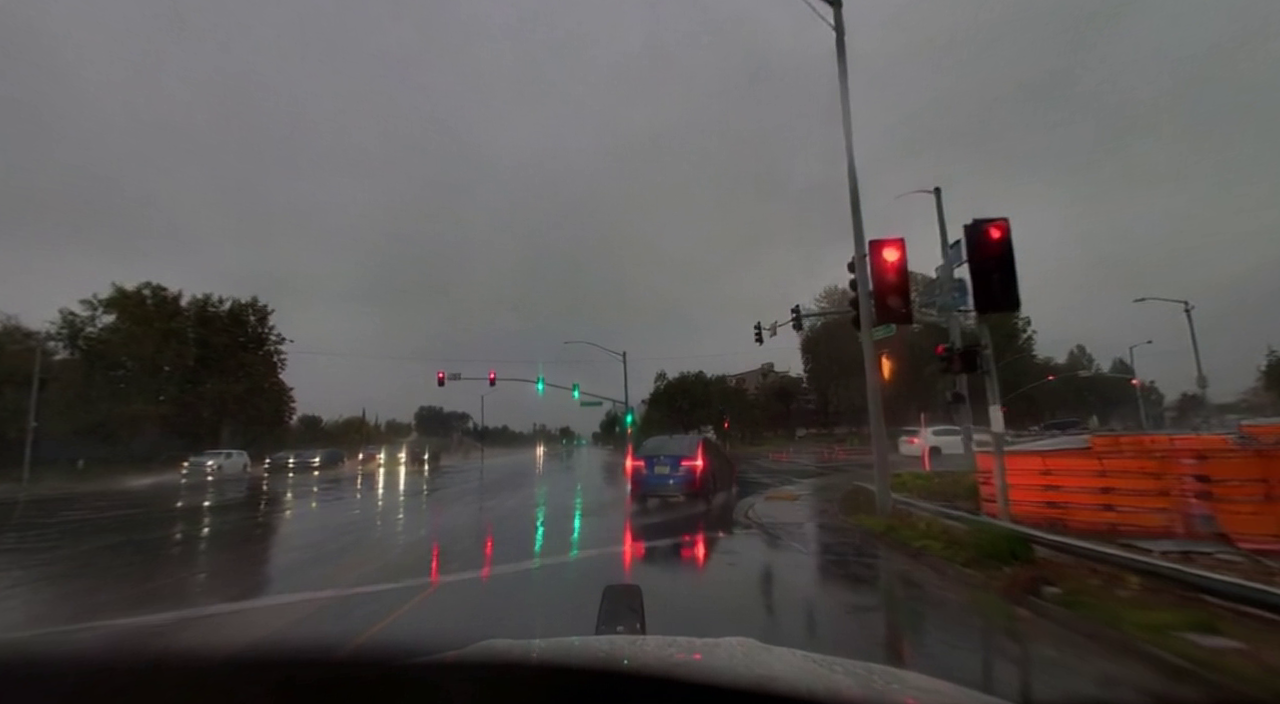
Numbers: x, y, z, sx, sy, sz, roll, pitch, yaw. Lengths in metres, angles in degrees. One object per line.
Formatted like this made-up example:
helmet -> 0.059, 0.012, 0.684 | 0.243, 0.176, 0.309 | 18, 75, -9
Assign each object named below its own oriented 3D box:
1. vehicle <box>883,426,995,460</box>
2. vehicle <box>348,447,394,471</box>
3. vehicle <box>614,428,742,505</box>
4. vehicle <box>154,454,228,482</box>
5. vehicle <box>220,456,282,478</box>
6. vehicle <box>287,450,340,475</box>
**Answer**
vehicle -> 13.748, 4.177, 29.100 | 4.467, 1.477, 1.873 | 2, -8, -16
vehicle -> -21.169, 8.417, 49.873 | 2.101, 1.759, 4.619 | 1, -9, -7
vehicle -> 1.067, 2.613, 14.886 | 2.183, 1.506, 4.286 | -3, -9, 15
vehicle -> -30.746, 7.949, 43.439 | 2.142, 1.723, 4.692 | 1, -9, -8
vehicle -> -27.914, 8.242, 45.490 | 2.024, 1.448, 4.478 | 1, -9, -7
vehicle -> -24.448, 8.274, 47.510 | 2.081, 1.670, 4.376 | 1, -9, -8
